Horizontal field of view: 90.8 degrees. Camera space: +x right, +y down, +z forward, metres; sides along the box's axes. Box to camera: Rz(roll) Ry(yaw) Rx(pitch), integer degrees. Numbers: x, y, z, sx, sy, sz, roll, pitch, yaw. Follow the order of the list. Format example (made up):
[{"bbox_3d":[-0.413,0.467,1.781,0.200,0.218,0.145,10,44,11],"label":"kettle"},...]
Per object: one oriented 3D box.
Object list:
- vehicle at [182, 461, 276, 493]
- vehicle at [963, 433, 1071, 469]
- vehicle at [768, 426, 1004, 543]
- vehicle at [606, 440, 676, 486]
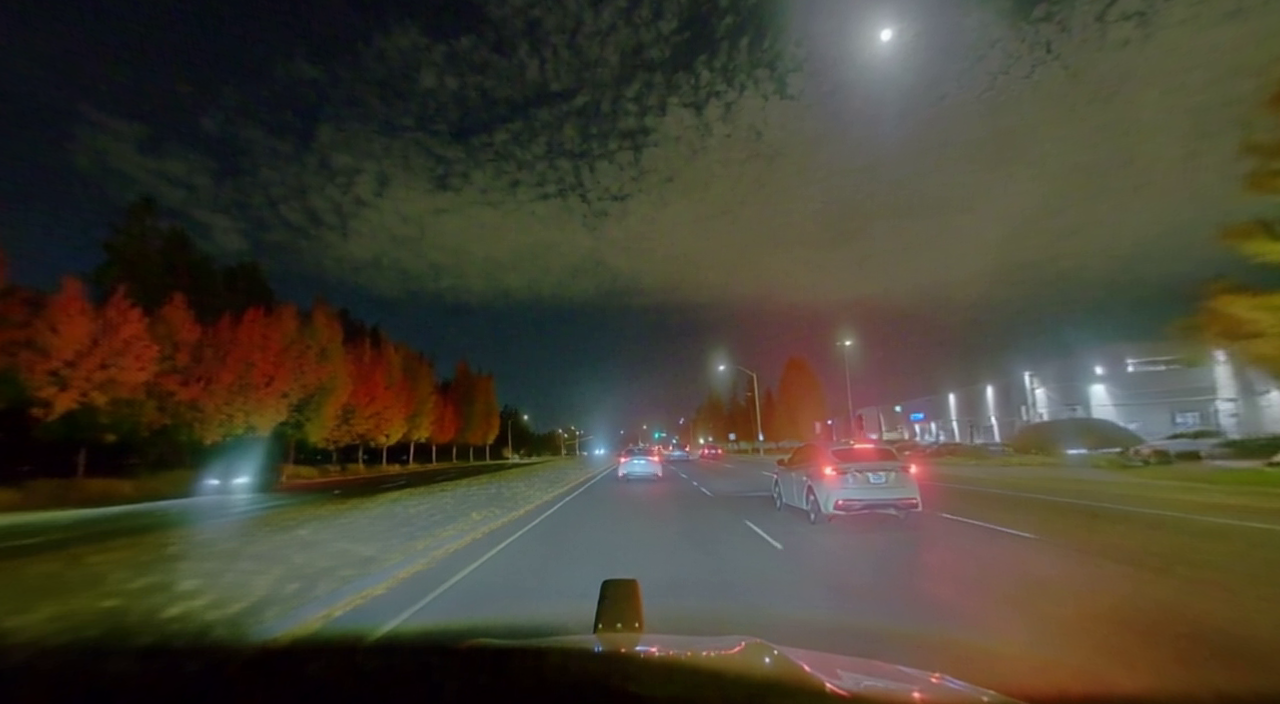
[{"bbox_3d":[-22.592,6.865,34.989,2.070,1.613,4.510,-1,-9,1],"label":"vehicle"},{"bbox_3d":[21.319,5.650,36.112,2.582,1.849,5.579,0,-9,-1],"label":"vehicle"},{"bbox_3d":[3.613,2.047,10.360,2.094,1.480,4.323,0,-9,0],"label":"vehicle"},{"bbox_3d":[0.003,3.998,22.946,2.289,1.471,4.477,0,-9,0],"label":"vehicle"}]
